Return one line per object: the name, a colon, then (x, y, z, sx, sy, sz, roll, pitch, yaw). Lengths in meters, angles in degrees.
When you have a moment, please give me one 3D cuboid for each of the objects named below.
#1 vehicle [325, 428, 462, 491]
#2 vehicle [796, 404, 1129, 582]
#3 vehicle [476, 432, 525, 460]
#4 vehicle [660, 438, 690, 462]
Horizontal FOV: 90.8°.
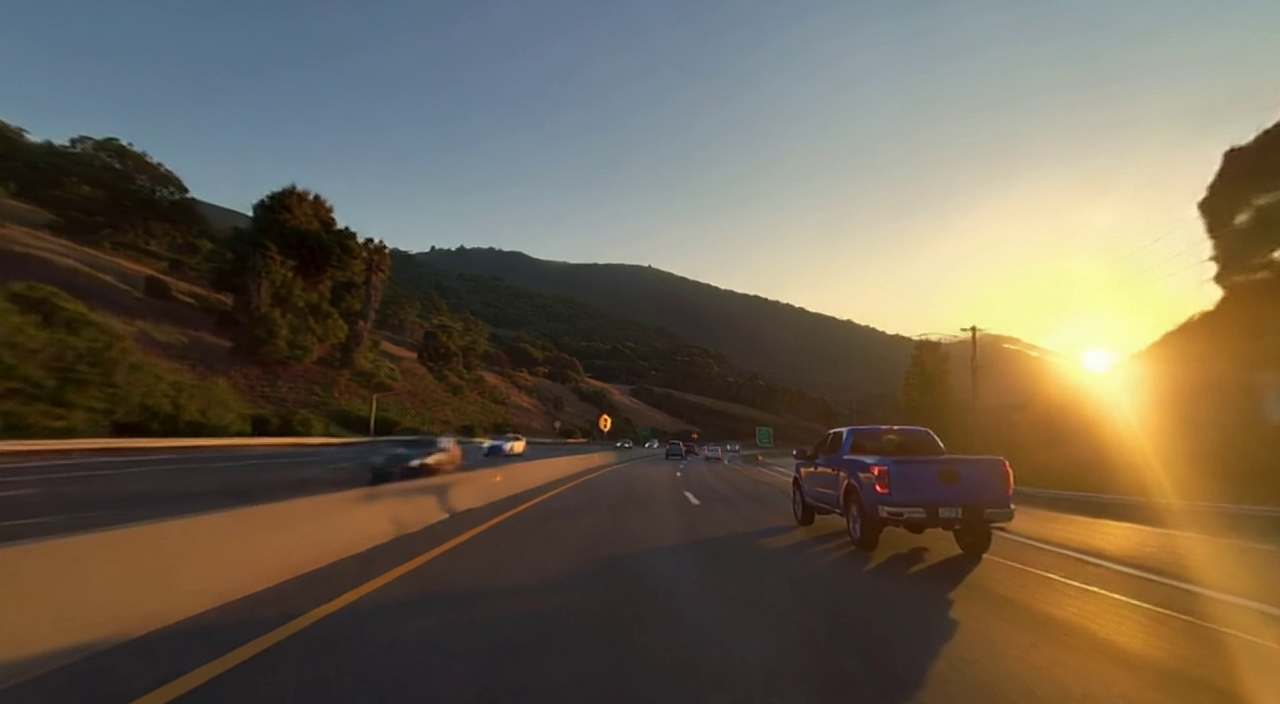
vehicle: (-6.750, 3.011, 17.959, 1.990, 1.533, 4.572, 0, -9, 1)
vehicle: (3.809, 1.775, 8.738, 2.151, 1.744, 4.709, 0, -9, 1)
vehicle: (-9.224, 6.292, 42.181, 2.011, 1.723, 4.375, 0, -9, 3)
vehicle: (2.779, 7.703, 49.669, 2.186, 1.782, 4.100, 0, -9, 4)
